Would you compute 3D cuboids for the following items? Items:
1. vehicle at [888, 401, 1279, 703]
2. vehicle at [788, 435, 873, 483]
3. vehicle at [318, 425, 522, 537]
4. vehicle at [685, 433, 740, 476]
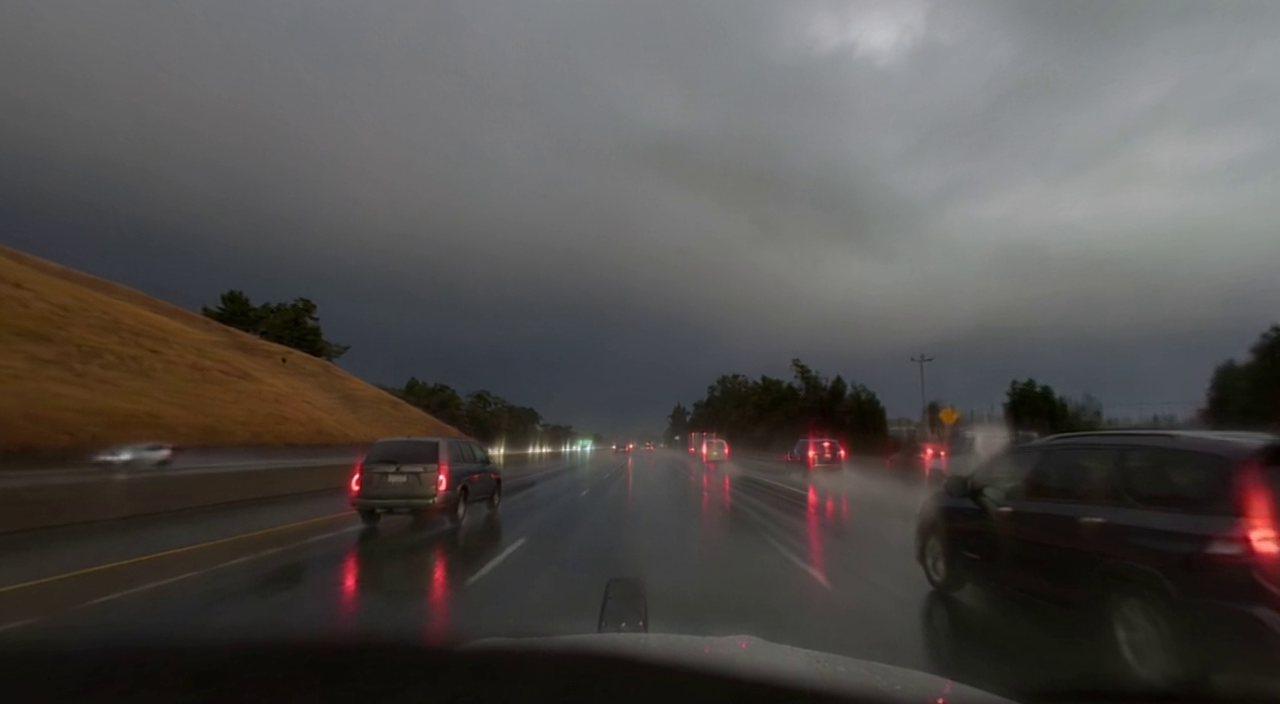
[{"bbox_3d":[3.411,1.170,4.008,1.941,1.481,4.300,0,-8,1],"label":"vehicle"},{"bbox_3d":[7.405,4.201,25.037,1.998,1.717,4.338,0,-8,0],"label":"vehicle"},{"bbox_3d":[-3.780,2.295,11.866,2.166,1.672,4.388,0,-8,1],"label":"vehicle"},{"bbox_3d":[3.502,5.025,31.255,2.121,1.925,5.056,0,-8,0],"label":"vehicle"}]
